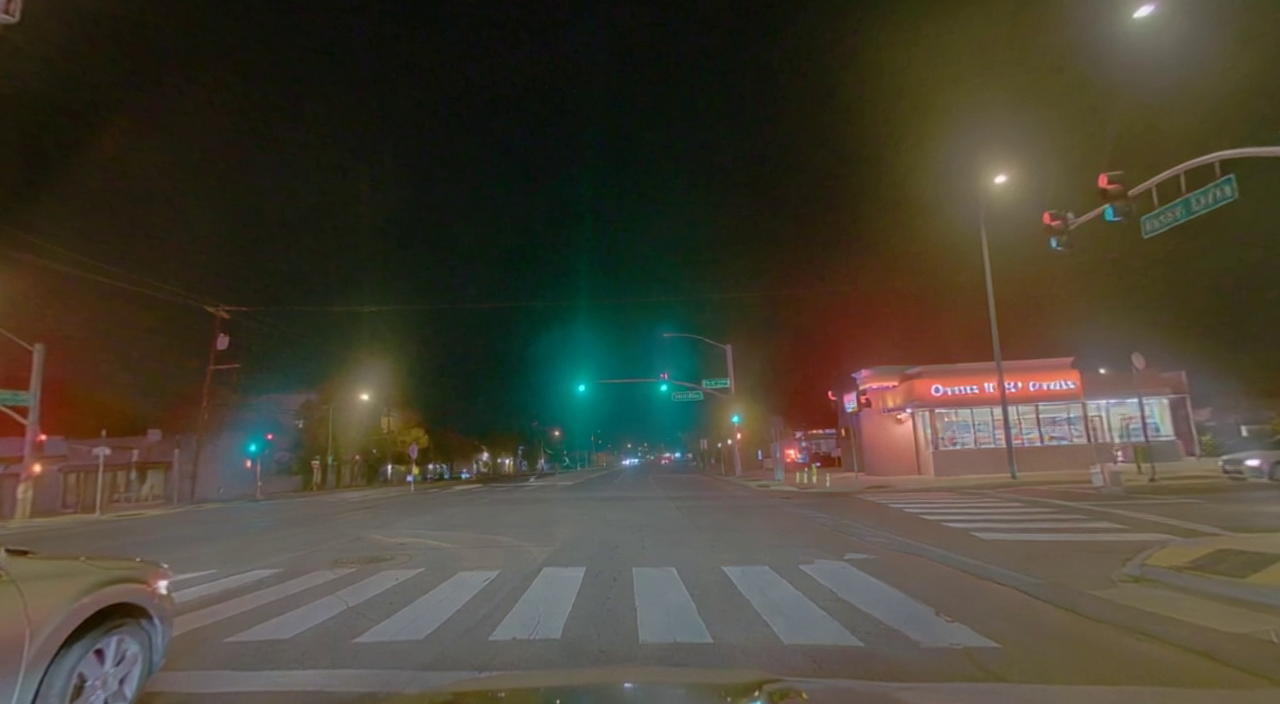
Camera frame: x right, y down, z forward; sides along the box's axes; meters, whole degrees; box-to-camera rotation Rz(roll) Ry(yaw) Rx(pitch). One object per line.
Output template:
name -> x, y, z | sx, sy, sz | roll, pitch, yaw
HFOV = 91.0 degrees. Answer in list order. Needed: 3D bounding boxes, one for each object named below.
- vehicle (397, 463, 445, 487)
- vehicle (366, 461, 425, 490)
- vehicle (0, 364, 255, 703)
vehicle -> -15.746, 8.830, 45.407 | 1.931, 1.471, 4.152 | 0, -9, 0
vehicle -> -19.215, 9.727, 49.820 | 2.227, 2.033, 5.614 | 0, -9, 2
vehicle -> -3.415, 0.741, 1.411 | 2.081, 1.644, 4.523 | 0, -9, 3
